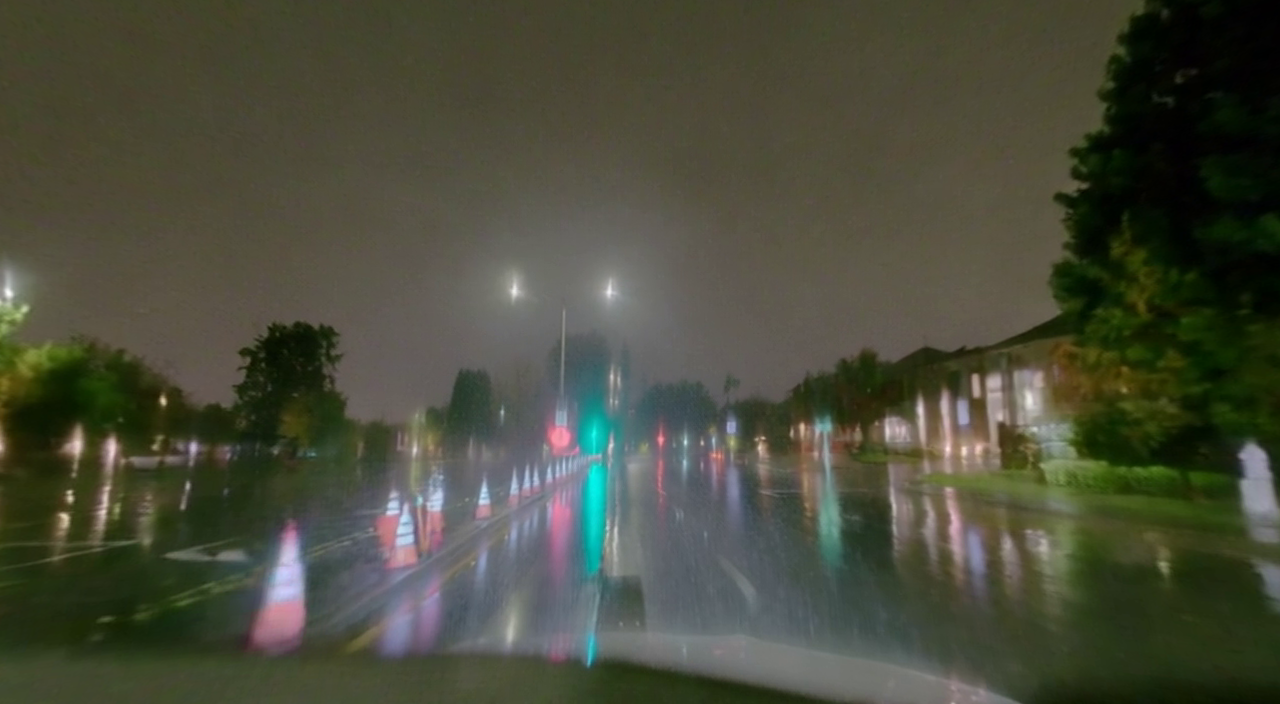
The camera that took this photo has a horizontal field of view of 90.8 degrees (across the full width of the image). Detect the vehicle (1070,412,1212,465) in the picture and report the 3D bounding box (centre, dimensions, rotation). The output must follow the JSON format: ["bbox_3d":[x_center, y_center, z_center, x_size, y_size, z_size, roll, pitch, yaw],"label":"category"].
[{"bbox_3d":[31.234,5.490,39.852,2.905,3.046,6.805,1,-9,-4],"label":"vehicle"}]

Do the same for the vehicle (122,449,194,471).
[{"bbox_3d":[-33.755,7.543,44.280,3.732,1.453,1.721,-1,-9,4],"label":"vehicle"}]
